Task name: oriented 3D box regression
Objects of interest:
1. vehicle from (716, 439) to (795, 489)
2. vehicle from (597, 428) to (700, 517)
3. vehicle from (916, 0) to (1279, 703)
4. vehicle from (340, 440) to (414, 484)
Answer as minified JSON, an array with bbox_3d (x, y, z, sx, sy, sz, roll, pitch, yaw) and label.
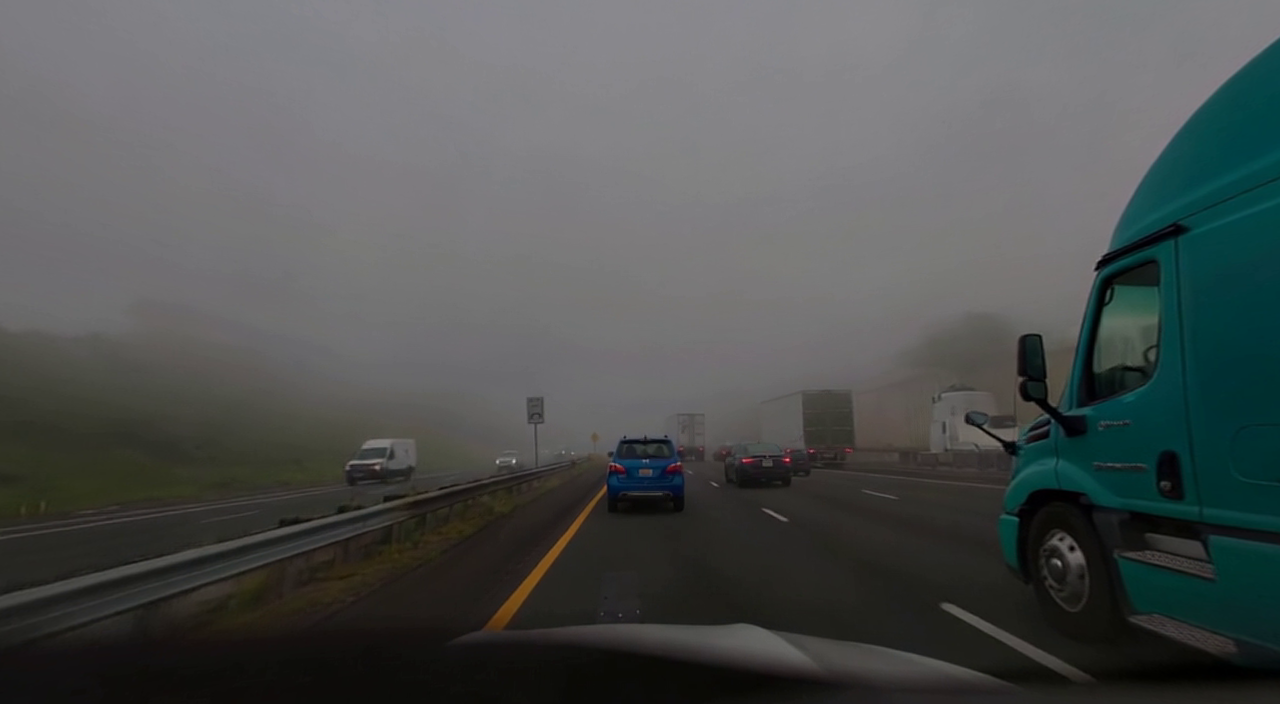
[{"bbox_3d":[3.810,3.766,21.271,1.859,1.512,3.711,0,-9,-2],"label":"vehicle"},{"bbox_3d":[0.167,2.556,13.671,1.965,1.664,3.428,0,-9,0],"label":"vehicle"},{"bbox_3d":[4.184,-0.038,2.874,2.987,3.877,5.881,0,-9,0],"label":"vehicle"},{"bbox_3d":[-16.947,7.086,40.798,2.234,2.649,5.960,0,-9,-1],"label":"vehicle"}]
